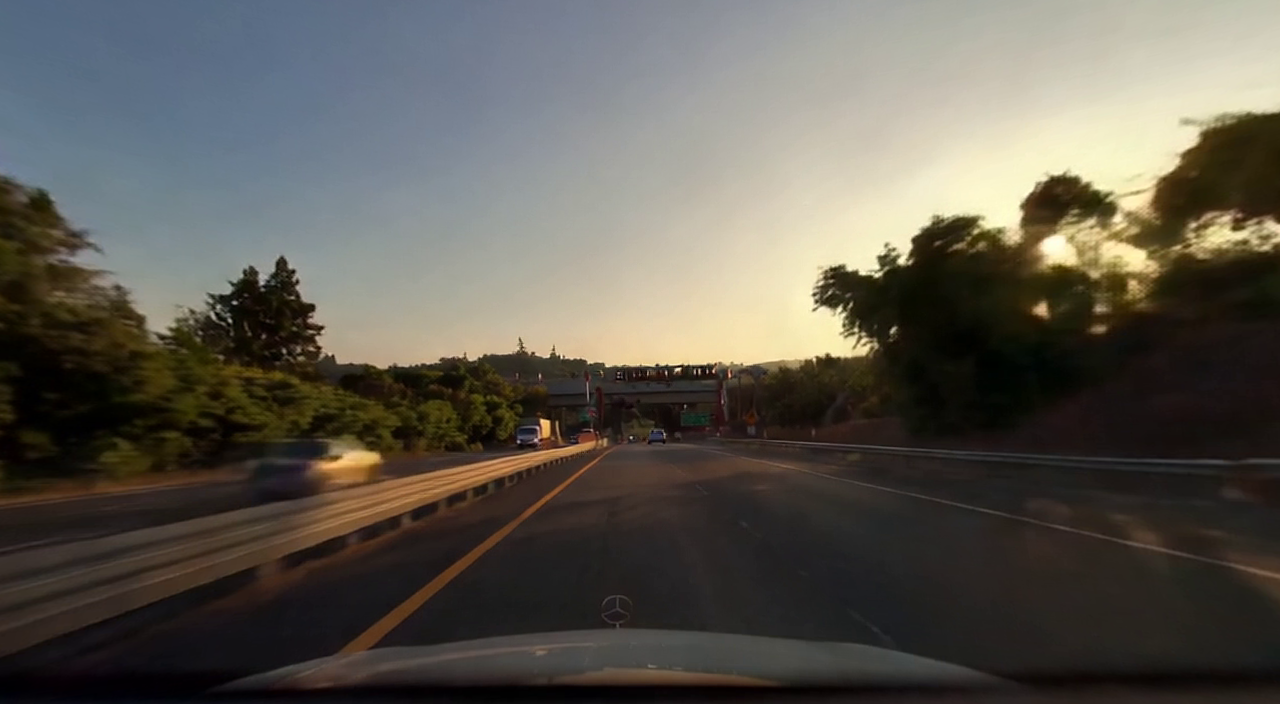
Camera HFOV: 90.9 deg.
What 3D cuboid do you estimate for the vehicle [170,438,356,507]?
[{"bbox_3d":[-9.164,2.920,15.899,1.979,1.456,4.550,0,-8,-2],"label":"vehicle"}]
